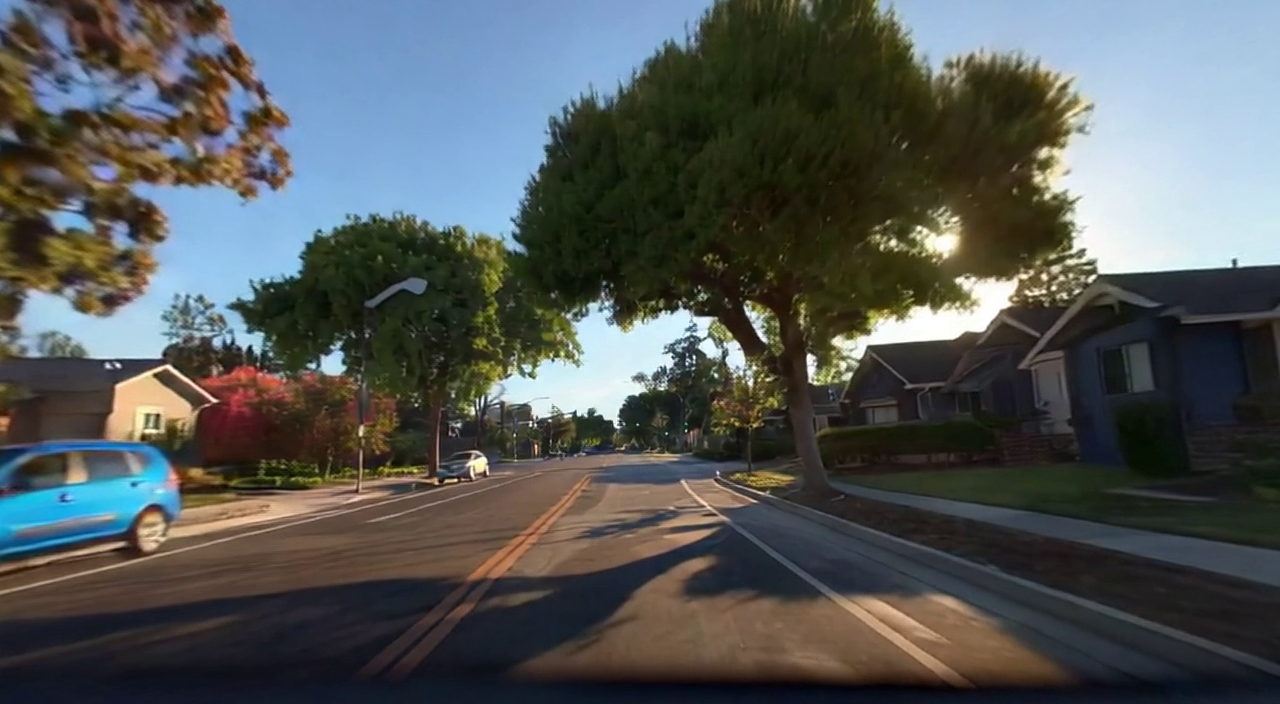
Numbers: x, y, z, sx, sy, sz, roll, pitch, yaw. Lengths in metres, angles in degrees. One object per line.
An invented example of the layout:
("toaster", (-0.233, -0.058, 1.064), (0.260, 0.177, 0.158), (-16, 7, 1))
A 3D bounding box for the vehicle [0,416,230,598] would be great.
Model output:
("vehicle", (-7.614, 1.826, 7.860), (2.209, 1.807, 4.432), (-2, -8, -3))

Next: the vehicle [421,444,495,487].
("vehicle", (-8.293, 5.163, 29.203), (2.130, 1.692, 4.544), (-2, -8, 0))
